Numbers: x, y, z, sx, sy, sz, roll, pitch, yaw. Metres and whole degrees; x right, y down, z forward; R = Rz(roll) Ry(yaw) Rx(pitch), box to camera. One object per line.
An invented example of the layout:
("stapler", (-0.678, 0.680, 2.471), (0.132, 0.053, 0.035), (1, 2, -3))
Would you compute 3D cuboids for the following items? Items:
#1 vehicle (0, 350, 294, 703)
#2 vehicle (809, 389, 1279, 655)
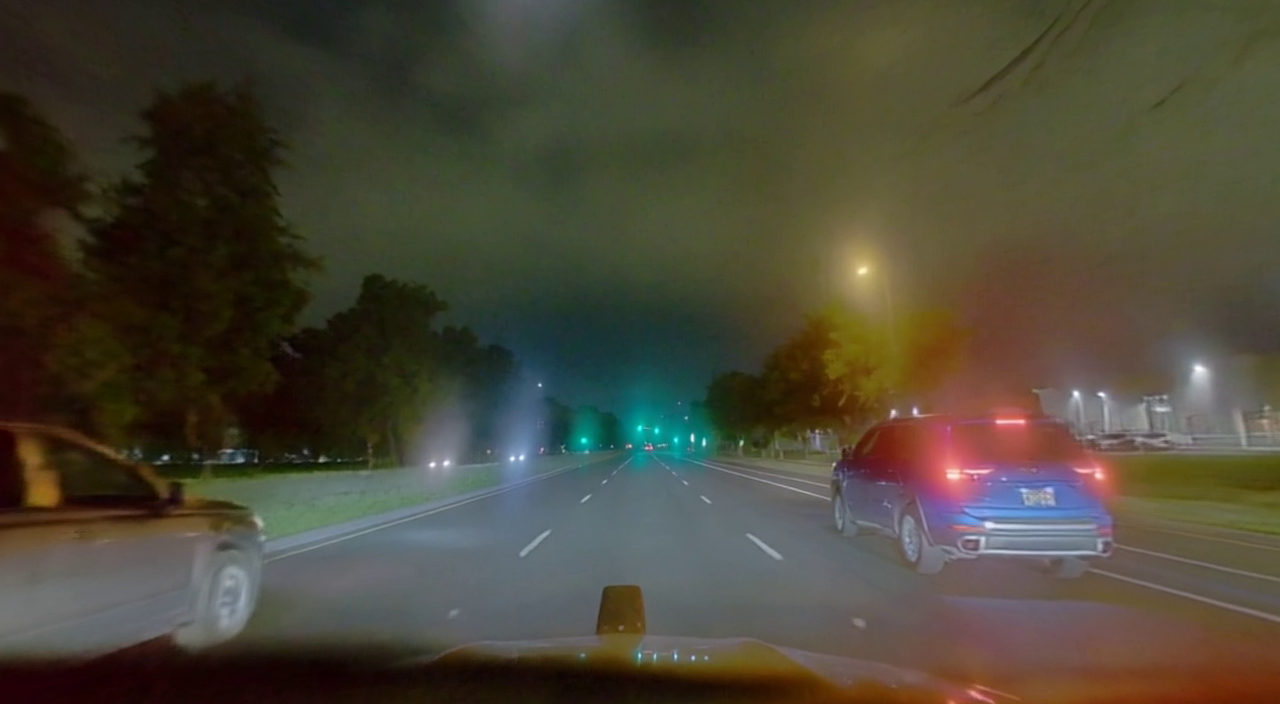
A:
("vehicle", (-3.448, 0.782, 2.154), (2.025, 1.635, 4.293), (0, -8, 0))
("vehicle", (3.585, 1.498, 6.759), (2.087, 1.759, 5.040), (0, -8, 0))
